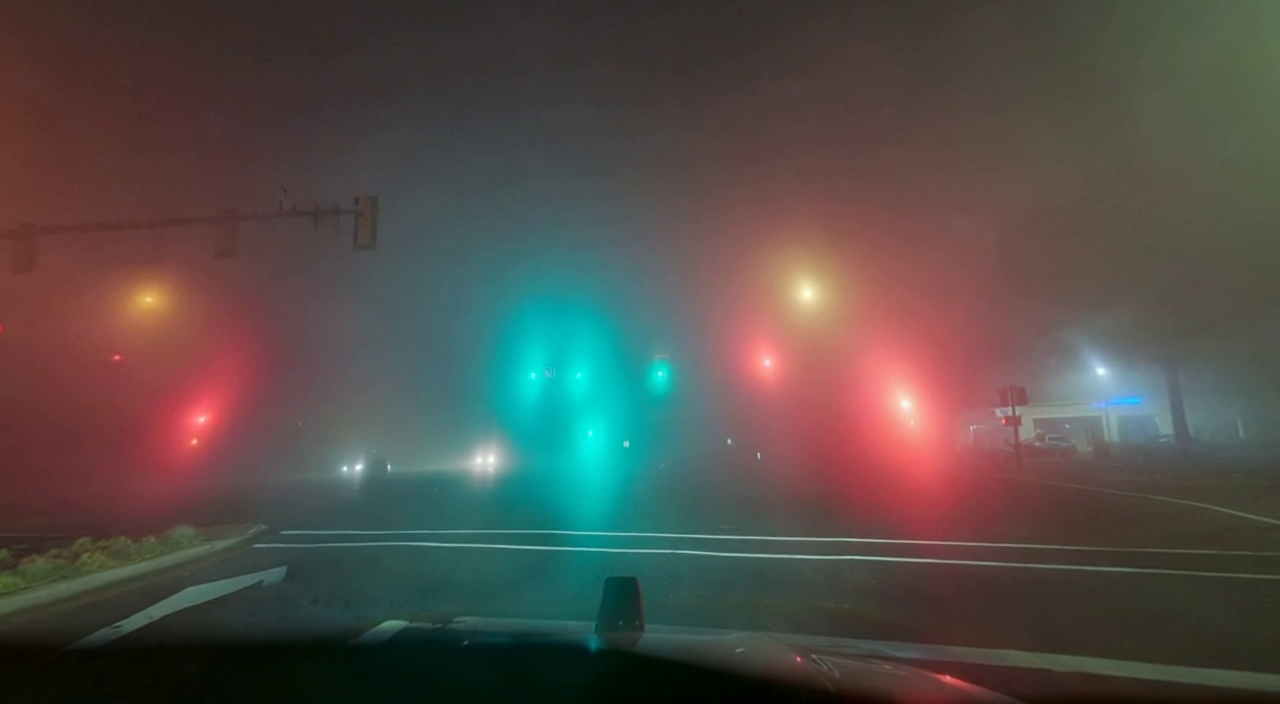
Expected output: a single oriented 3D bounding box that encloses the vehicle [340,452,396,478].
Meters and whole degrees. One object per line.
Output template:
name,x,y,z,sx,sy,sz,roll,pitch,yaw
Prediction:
vehicle,-18.861,7.825,43.990,1.933,1.664,4.255,0,-9,1
